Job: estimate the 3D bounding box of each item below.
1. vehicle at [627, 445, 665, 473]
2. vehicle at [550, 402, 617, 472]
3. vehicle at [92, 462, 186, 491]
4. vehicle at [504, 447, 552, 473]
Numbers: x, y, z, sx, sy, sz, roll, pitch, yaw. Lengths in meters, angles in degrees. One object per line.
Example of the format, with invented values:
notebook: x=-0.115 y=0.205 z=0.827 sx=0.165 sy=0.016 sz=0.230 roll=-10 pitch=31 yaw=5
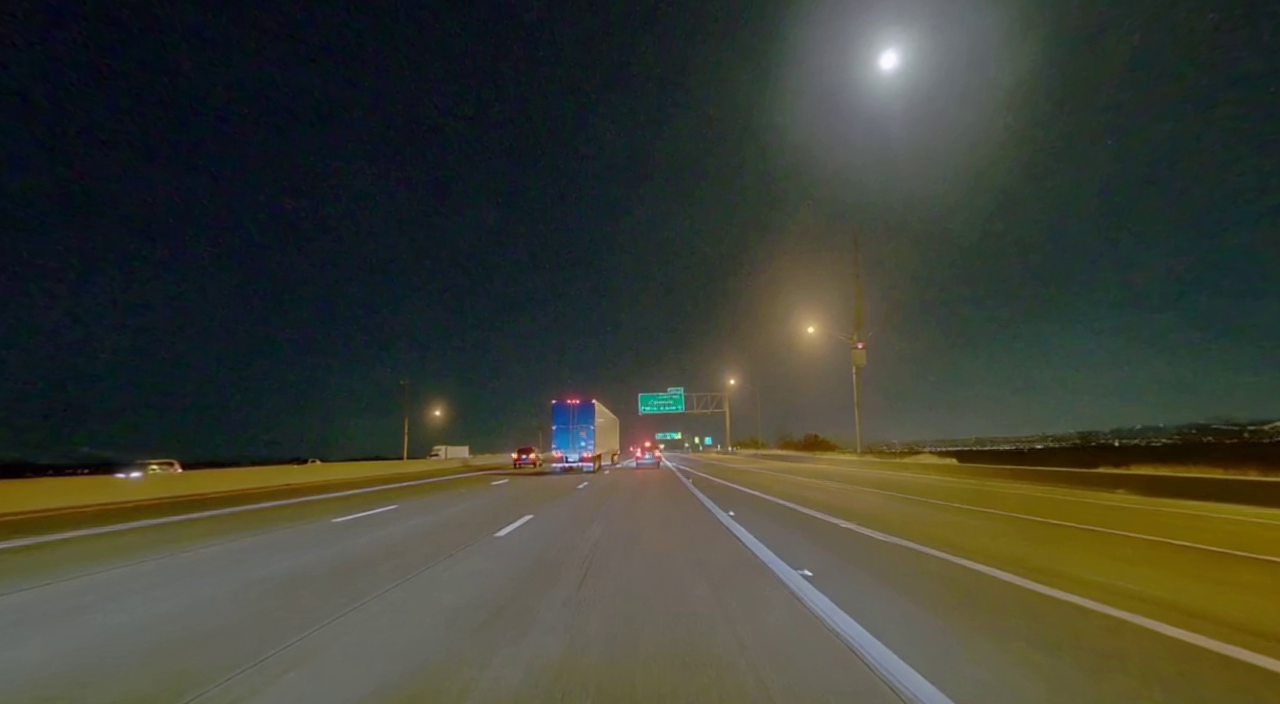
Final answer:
vehicle: x=0.342 y=6.129 z=36.215 sx=2.066 sy=1.469 sz=4.050 roll=0 pitch=-9 yaw=1
vehicle: x=-3.402 y=5.687 z=41.565 sx=3.053 sy=3.948 sz=11.288 roll=-1 pitch=-9 yaw=2
vehicle: x=-31.547 y=7.808 z=39.850 sx=1.995 sy=1.611 sz=4.703 roll=-1 pitch=-9 yaw=2
vehicle: x=-6.914 y=6.708 z=39.259 sx=1.996 sy=1.495 sz=4.671 roll=-1 pitch=-9 yaw=2
